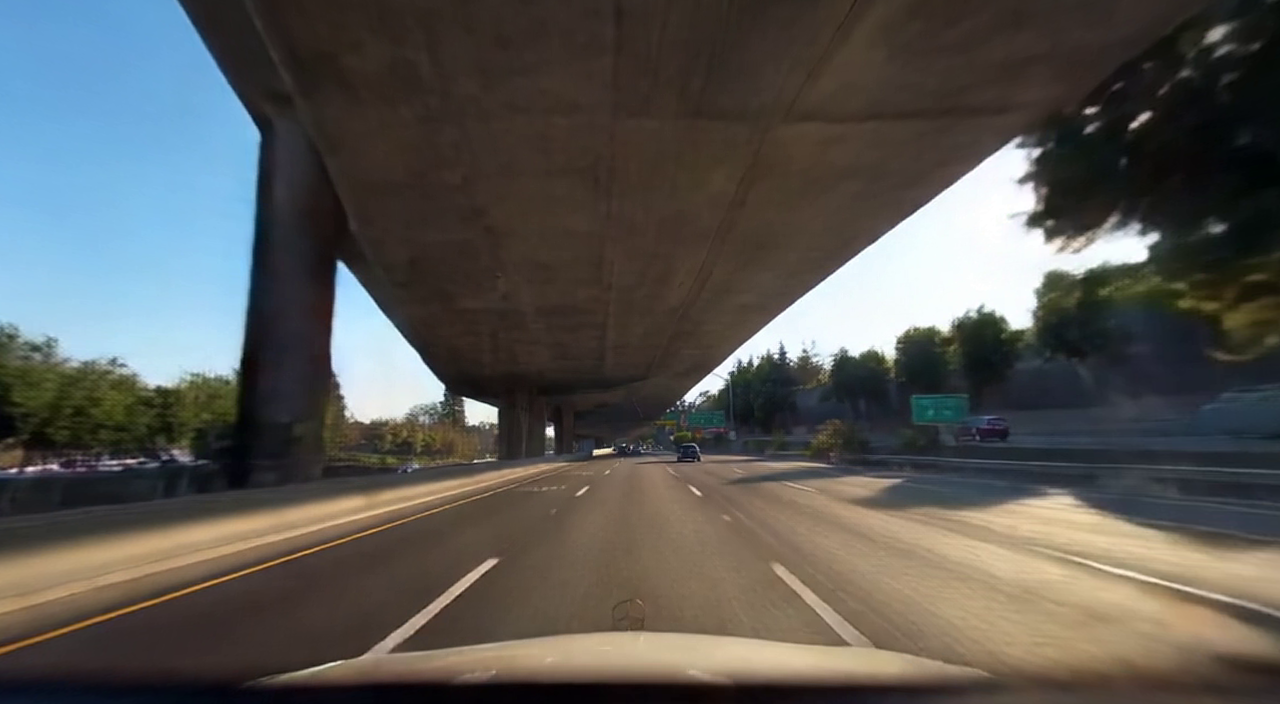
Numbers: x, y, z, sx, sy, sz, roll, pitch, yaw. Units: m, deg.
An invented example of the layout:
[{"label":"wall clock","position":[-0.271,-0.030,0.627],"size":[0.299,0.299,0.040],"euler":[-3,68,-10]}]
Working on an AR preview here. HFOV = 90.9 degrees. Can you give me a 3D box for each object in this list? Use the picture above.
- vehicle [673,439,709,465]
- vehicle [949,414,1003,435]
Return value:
[{"label":"vehicle","position":[3.649,7.256,45.708],"size":[2.099,1.748,4.331],"euler":[0,-9,-2]},{"label":"vehicle","position":[26.463,5.766,49.789],"size":[1.887,1.537,3.996],"euler":[0,-8,-2]}]
